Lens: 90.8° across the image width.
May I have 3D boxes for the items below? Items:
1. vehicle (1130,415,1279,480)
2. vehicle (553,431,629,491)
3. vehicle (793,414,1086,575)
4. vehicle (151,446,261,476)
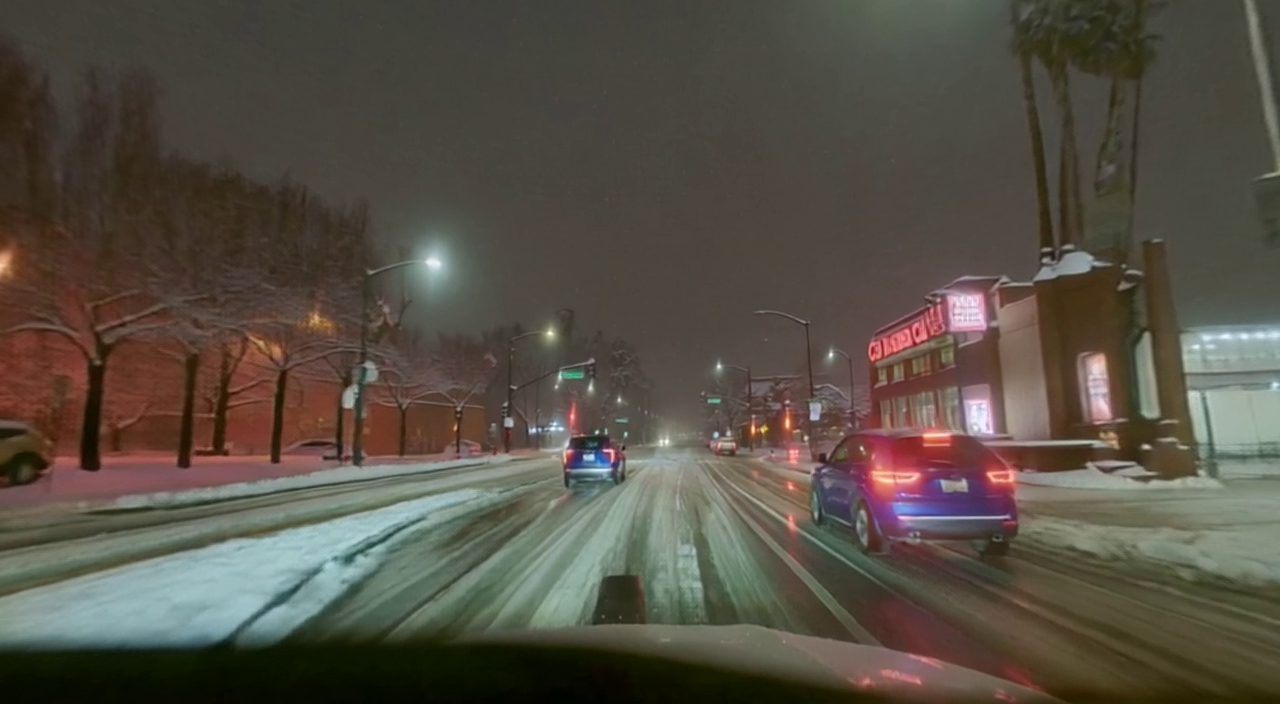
[{"bbox_3d":[16.567,2.756,18.372,4.380,1.659,1.930,4,-9,-28],"label":"vehicle"},{"bbox_3d":[-1.415,3.401,20.109,2.063,1.664,4.471,0,-8,0],"label":"vehicle"},{"bbox_3d":[3.649,1.807,8.815,1.983,1.654,4.354,0,-8,1],"label":"vehicle"},{"bbox_3d":[-23.989,6.006,35.145,1.800,1.462,4.752,-4,-9,23],"label":"vehicle"}]
